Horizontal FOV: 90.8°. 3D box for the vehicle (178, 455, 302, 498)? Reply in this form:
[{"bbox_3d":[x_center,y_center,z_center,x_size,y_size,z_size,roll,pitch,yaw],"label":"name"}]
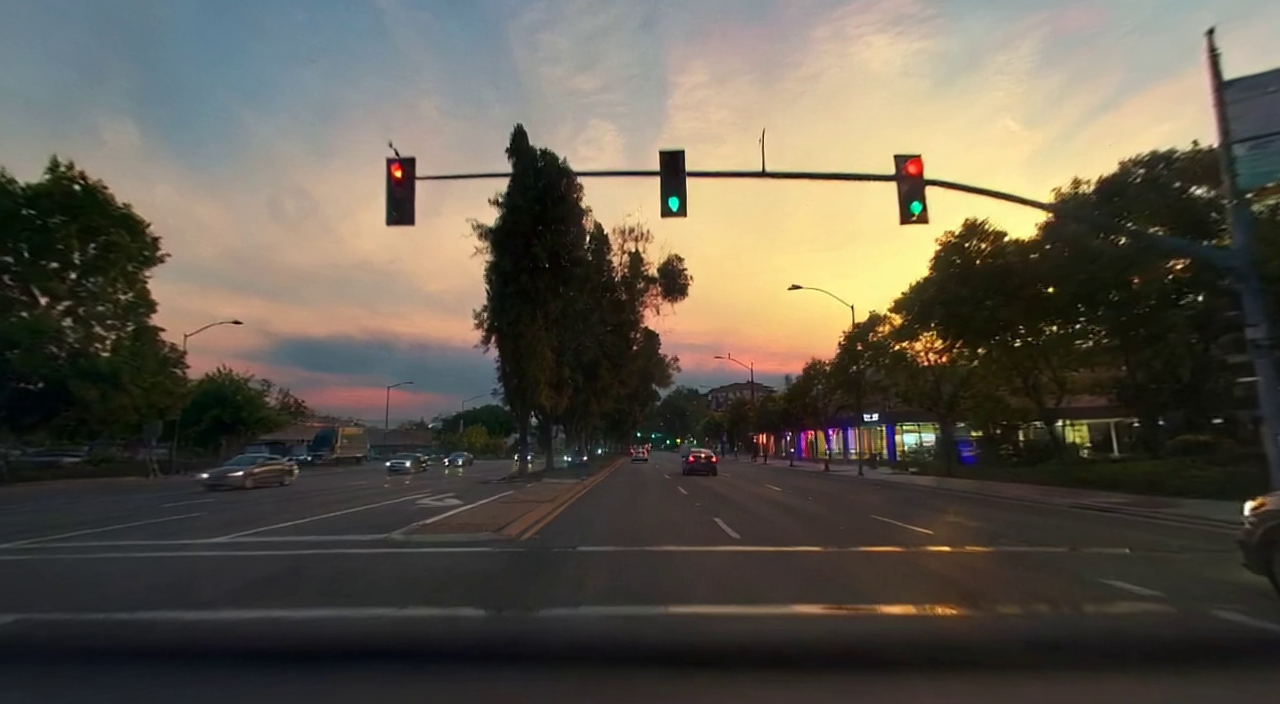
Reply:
[{"bbox_3d":[-15.726,4.888,25.203,1.956,1.525,4.576,0,-9,0],"label":"vehicle"}]

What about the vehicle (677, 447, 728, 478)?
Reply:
[{"bbox_3d":[3.152,5.670,32.799,1.983,1.482,4.463,0,-9,-2],"label":"vehicle"}]

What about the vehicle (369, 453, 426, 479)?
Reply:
[{"bbox_3d":[-15.053,7.099,39.514,1.878,1.515,4.258,0,-9,0],"label":"vehicle"}]
